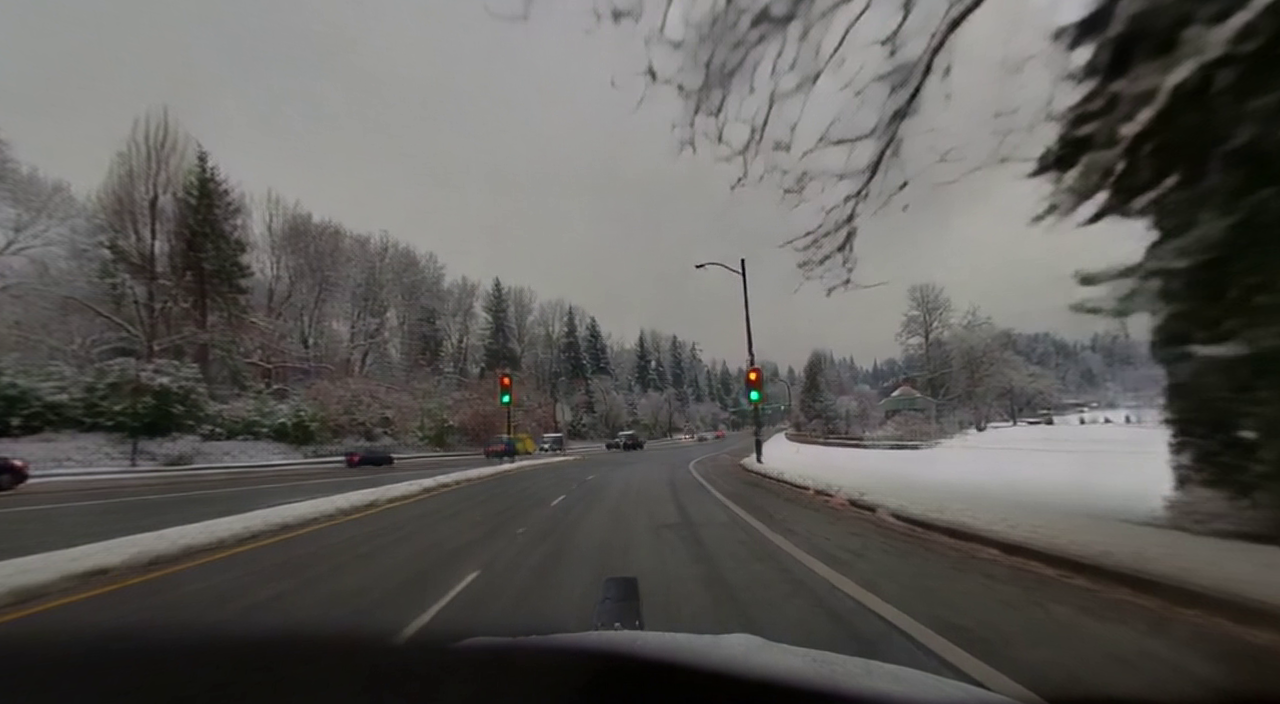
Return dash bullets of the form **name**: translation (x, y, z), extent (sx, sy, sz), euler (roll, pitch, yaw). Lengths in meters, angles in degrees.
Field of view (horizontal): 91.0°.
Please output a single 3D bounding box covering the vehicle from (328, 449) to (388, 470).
- **vehicle**: translation (-22.160, 8.457, 49.637), extent (1.865, 1.518, 4.231), euler (-3, -9, 20)
